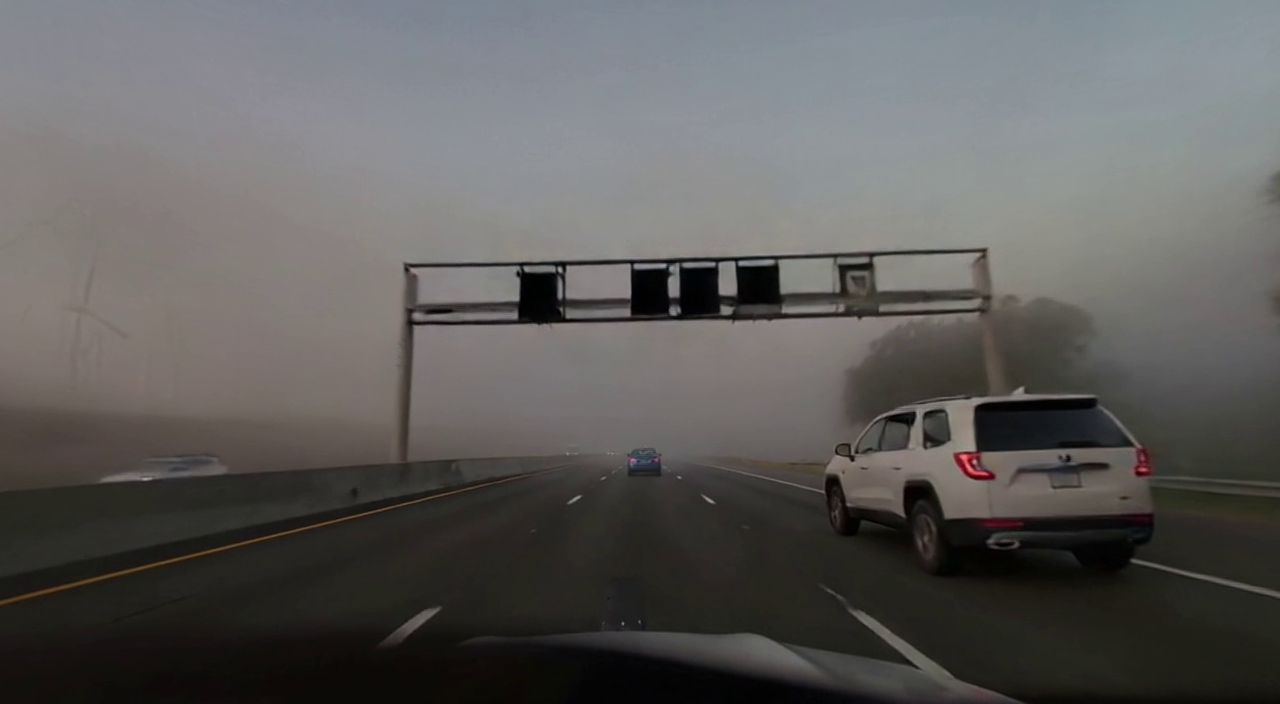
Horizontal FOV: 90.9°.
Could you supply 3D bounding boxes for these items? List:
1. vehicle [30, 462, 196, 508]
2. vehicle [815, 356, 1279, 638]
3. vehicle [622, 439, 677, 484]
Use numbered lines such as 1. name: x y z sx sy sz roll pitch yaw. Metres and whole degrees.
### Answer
1. vehicle: -19.563 4.940 23.789 1.925 1.431 4.998 0 -9 1
2. vehicle: 3.666 1.334 6.729 2.104 1.861 4.956 0 -9 -1
3. vehicle: 0.337 4.461 25.861 2.083 1.653 3.787 0 -9 0
